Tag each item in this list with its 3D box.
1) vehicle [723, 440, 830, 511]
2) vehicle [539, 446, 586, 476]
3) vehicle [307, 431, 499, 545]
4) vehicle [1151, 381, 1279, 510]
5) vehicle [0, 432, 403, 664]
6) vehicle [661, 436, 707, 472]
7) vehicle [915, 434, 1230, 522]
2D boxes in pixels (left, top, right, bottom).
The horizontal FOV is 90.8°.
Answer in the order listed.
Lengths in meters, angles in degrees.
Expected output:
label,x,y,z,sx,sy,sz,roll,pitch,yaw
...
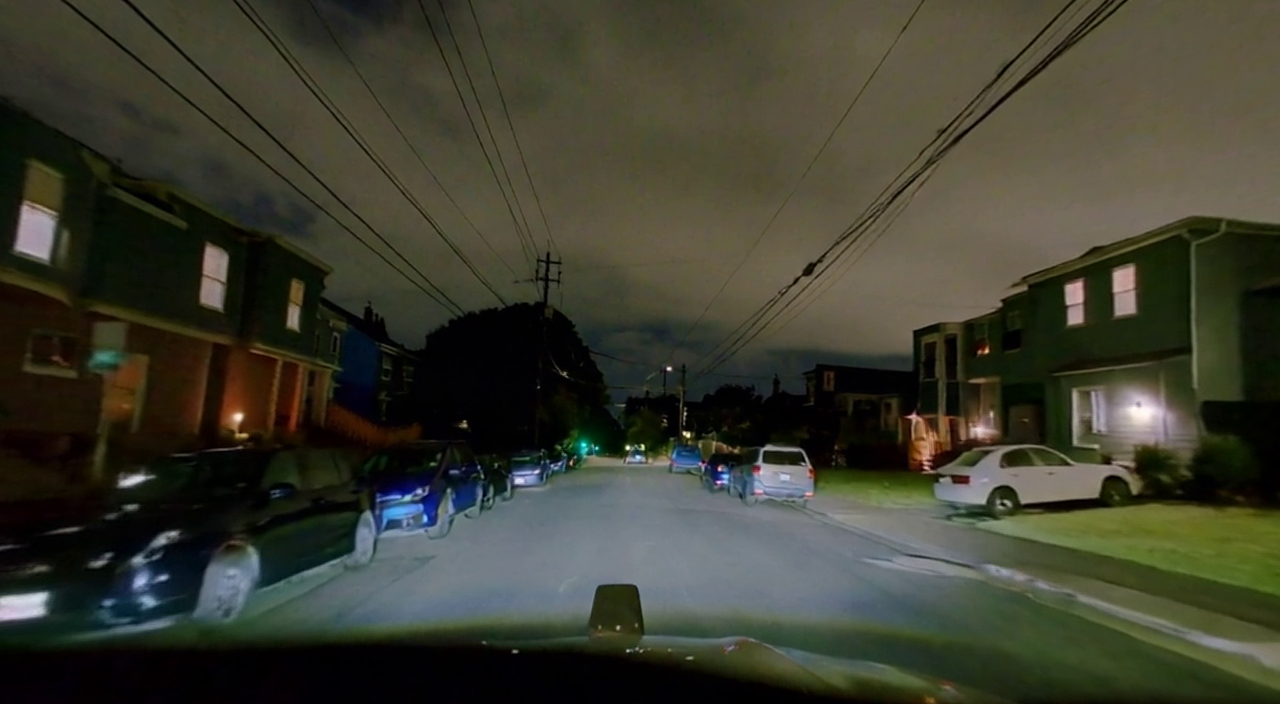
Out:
label,x,y,z,sx,sy,sz,roll,pitch,yaw
vehicle,3.350,3.115,16.337,1.916,1.587,3.986,0,-9,1
vehicle,-4.094,5.864,34.036,1.979,1.471,4.366,1,-10,0
vehicle,-3.920,2.296,11.285,1.876,1.645,3.911,0,-9,0
vehicle,13.956,1.767,12.059,6.412,2.204,2.247,0,-9,-2
vehicle,-4.101,1.613,6.341,1.745,1.490,4.304,0,-9,0
vehicle,2.819,6.729,41.751,2.564,2.155,6.053,0,-9,0
vehicle,7.889,2.322,11.911,4.480,1.497,1.884,0,-9,2
